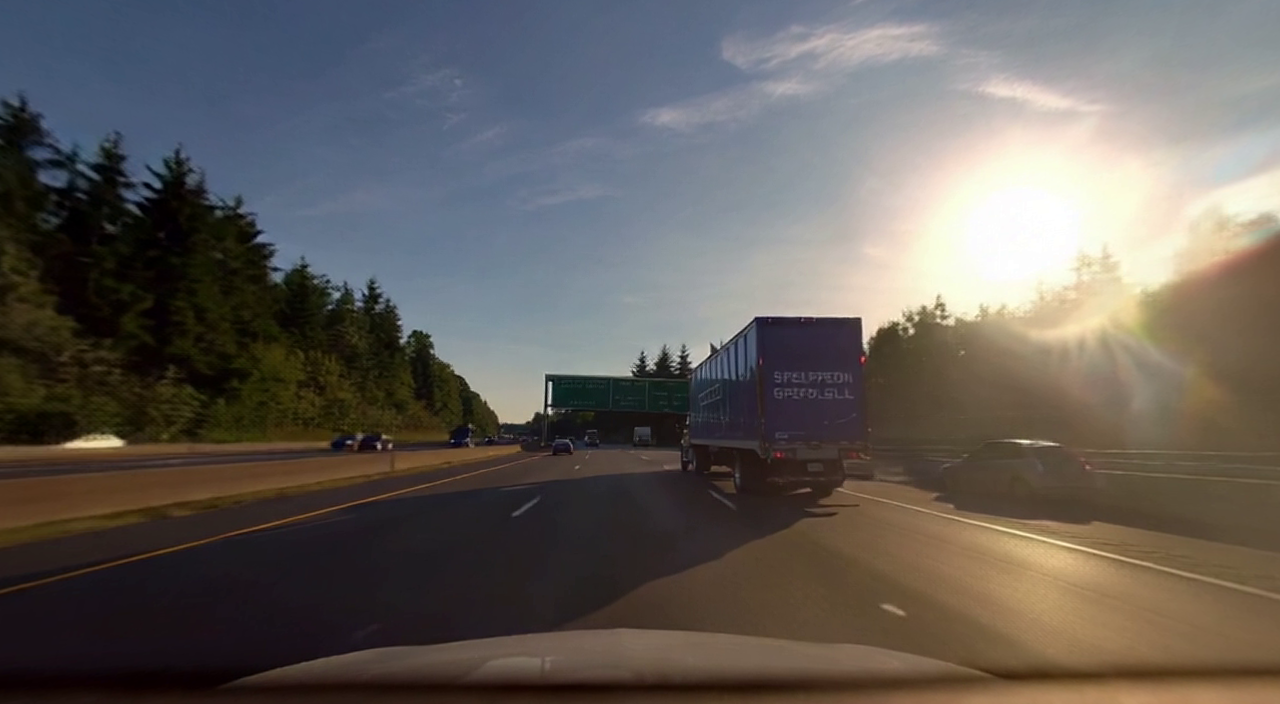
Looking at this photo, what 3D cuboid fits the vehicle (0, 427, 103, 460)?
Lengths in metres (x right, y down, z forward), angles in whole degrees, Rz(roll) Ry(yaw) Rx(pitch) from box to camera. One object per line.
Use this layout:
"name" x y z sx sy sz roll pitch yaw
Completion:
"vehicle" -31.583 4.800 33.279 1.918 1.620 4.789 0 -8 4

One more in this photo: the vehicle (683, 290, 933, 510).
"vehicle" 3.564 1.797 18.753 2.910 4.051 14.278 0 -8 -3

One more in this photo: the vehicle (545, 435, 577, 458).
"vehicle" -5.654 6.792 45.513 2.030 1.547 3.862 1 -8 -3

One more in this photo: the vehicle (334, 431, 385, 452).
"vehicle" -20.698 6.643 46.719 1.824 1.479 4.672 1 -8 -3
